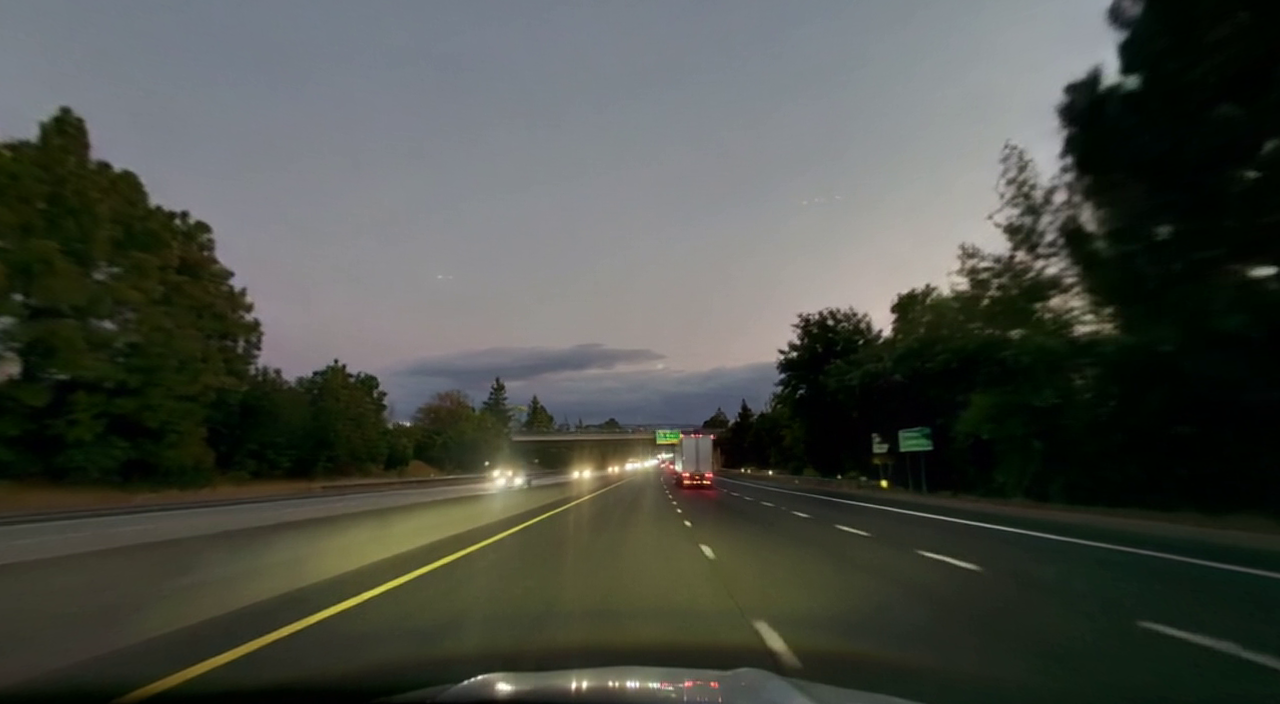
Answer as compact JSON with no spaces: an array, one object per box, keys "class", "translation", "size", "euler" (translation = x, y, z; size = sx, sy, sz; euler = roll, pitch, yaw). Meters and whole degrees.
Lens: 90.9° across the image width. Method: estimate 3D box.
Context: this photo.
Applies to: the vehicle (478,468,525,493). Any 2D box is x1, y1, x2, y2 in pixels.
[{"class":"vehicle","translation":[-9.059,8.446,41.550],"size":[2.046,1.536,4.145],"euler":[1,-11,1]}]
